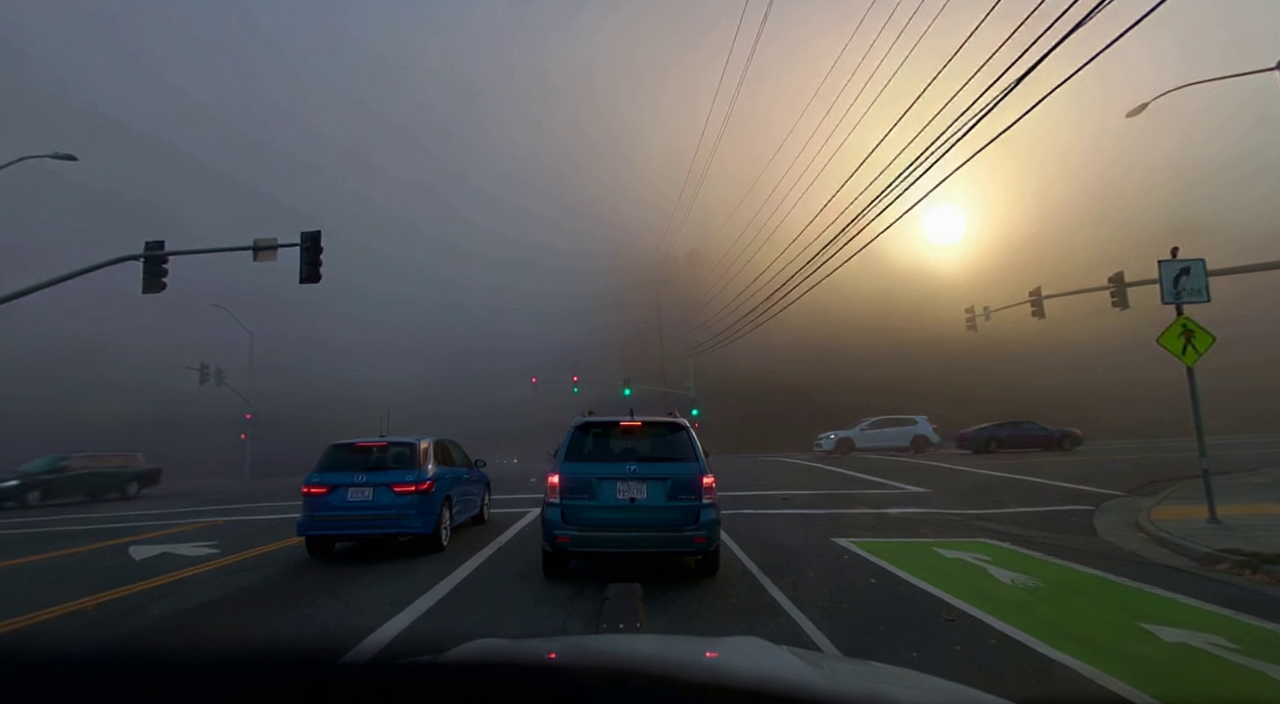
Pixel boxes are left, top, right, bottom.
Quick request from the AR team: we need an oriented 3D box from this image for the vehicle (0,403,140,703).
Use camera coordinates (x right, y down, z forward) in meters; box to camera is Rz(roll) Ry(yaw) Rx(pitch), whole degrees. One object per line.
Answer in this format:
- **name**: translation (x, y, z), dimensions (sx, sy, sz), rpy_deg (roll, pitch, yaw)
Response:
- **vehicle**: translation (-3.348, 0.662, 0.446), dimensions (1.928, 1.488, 4.936), rpy_deg (0, -8, 0)

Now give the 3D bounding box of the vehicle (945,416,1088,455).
- **vehicle**: translation (16.693, 3.750, 28.250), dimensions (4.977, 1.648, 2.088), rpy_deg (-1, -8, 5)

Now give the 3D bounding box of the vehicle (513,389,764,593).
- **vehicle**: translation (-0.049, 1.510, 7.618), dimensions (2.182, 1.773, 4.041), rpy_deg (0, -8, -1)

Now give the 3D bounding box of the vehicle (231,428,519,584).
- **vehicle**: translation (-2.926, 1.762, 8.004), dimensions (1.969, 1.486, 3.702), rpy_deg (0, -8, 1)

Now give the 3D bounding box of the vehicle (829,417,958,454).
- **vehicle**: translation (13.844, 4.609, 34.842), dimensions (6.143, 1.944, 2.229), rpy_deg (-1, -8, 5)
